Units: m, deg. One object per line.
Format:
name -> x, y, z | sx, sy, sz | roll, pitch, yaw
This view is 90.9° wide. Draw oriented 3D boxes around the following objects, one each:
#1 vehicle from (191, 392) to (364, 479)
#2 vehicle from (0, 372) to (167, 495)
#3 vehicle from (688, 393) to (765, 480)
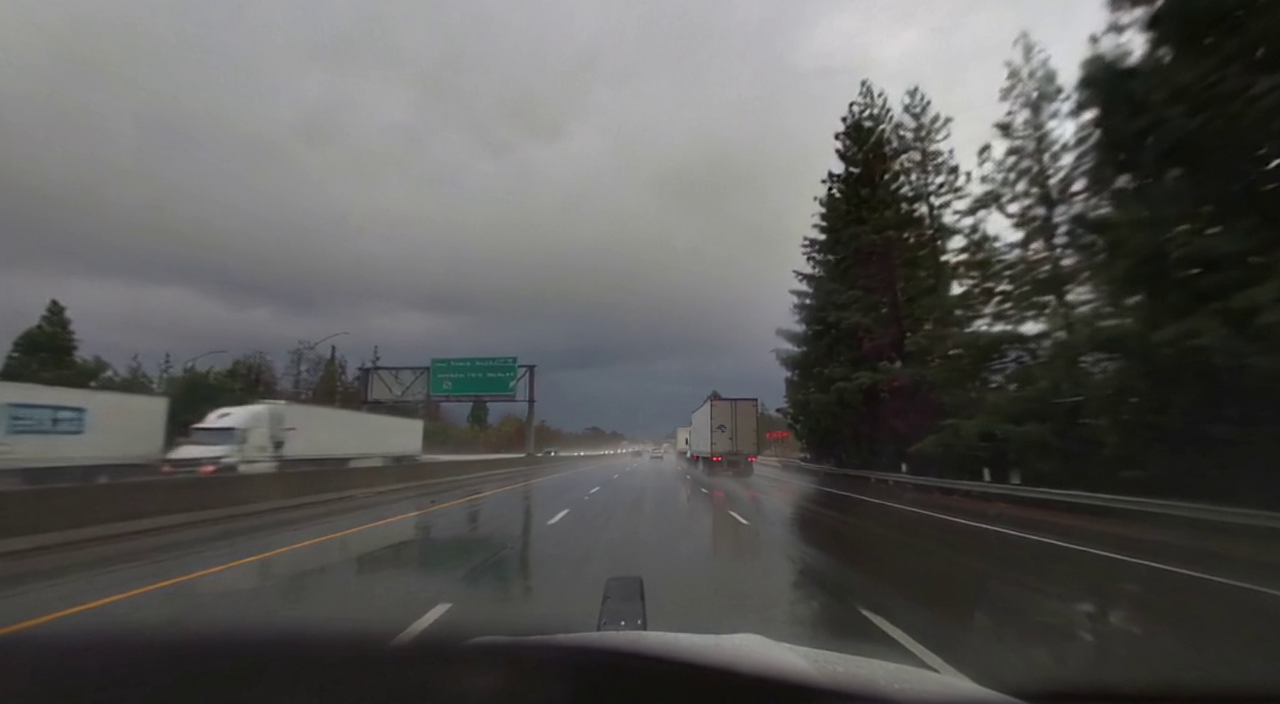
vehicle -> -18.380, 4.471, 33.095 | 3.186, 3.906, 9.306 | 0, -9, 2
vehicle -> -22.712, 2.871, 21.908 | 3.049, 4.039, 11.774 | 0, -9, 2
vehicle -> 4.762, 5.144, 38.058 | 2.826, 4.269, 14.176 | 0, -8, 1
